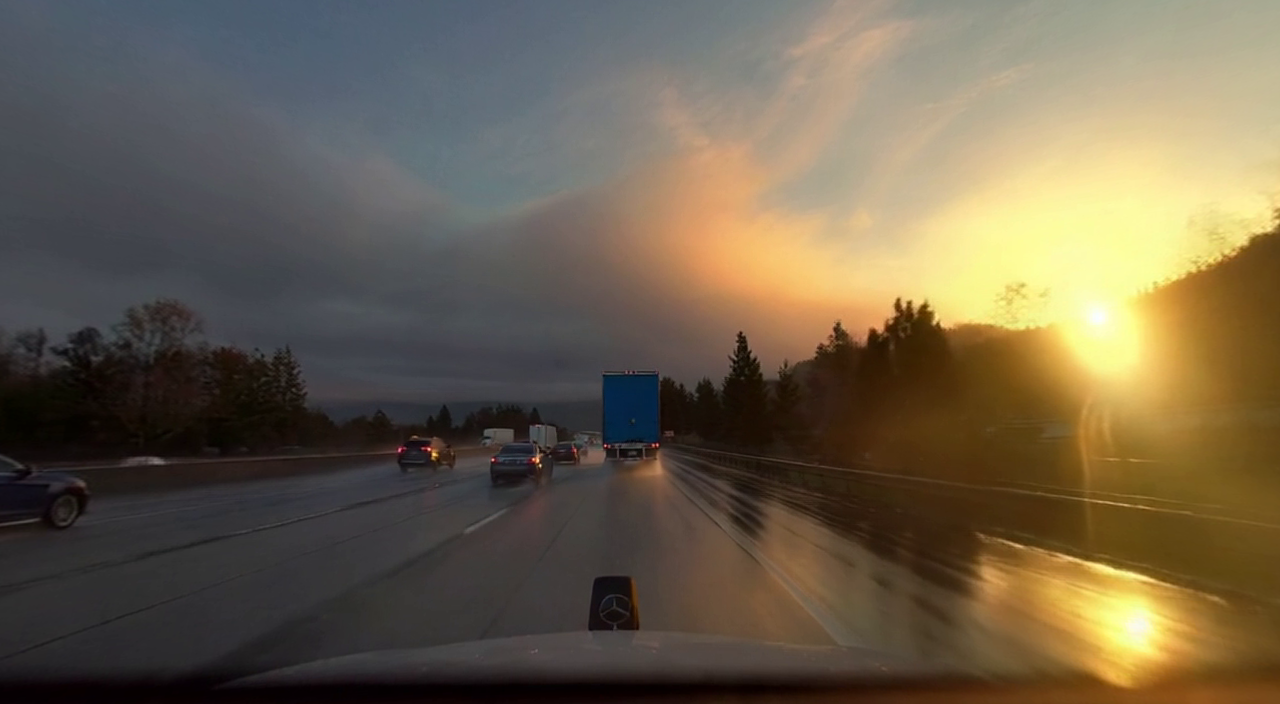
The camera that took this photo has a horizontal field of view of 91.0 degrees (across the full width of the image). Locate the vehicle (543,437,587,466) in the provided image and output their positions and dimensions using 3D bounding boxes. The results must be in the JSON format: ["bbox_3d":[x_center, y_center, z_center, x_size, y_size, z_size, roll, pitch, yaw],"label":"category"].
[{"bbox_3d":[-4.553,6.089,38.790,2.158,1.680,4.087,0,-8,0],"label":"vehicle"}]

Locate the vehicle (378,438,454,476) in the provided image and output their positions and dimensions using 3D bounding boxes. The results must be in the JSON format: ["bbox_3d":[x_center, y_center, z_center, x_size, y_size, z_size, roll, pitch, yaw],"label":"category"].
[{"bbox_3d":[-10.211,4.801,29.039,1.952,1.590,4.090,0,-8,1],"label":"vehicle"}]

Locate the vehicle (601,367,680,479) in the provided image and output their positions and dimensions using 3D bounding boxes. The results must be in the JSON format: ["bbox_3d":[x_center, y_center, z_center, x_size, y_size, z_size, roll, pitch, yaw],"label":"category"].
[{"bbox_3d":[-0.222,3.371,28.739,2.913,4.113,10.724,0,-8,-2],"label":"vehicle"}]

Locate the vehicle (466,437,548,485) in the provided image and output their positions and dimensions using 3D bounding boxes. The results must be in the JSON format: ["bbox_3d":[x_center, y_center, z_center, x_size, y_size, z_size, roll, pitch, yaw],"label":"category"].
[{"bbox_3d":[-4.835,4.003,23.474,2.164,1.582,3.979,0,-8,0],"label":"vehicle"}]
